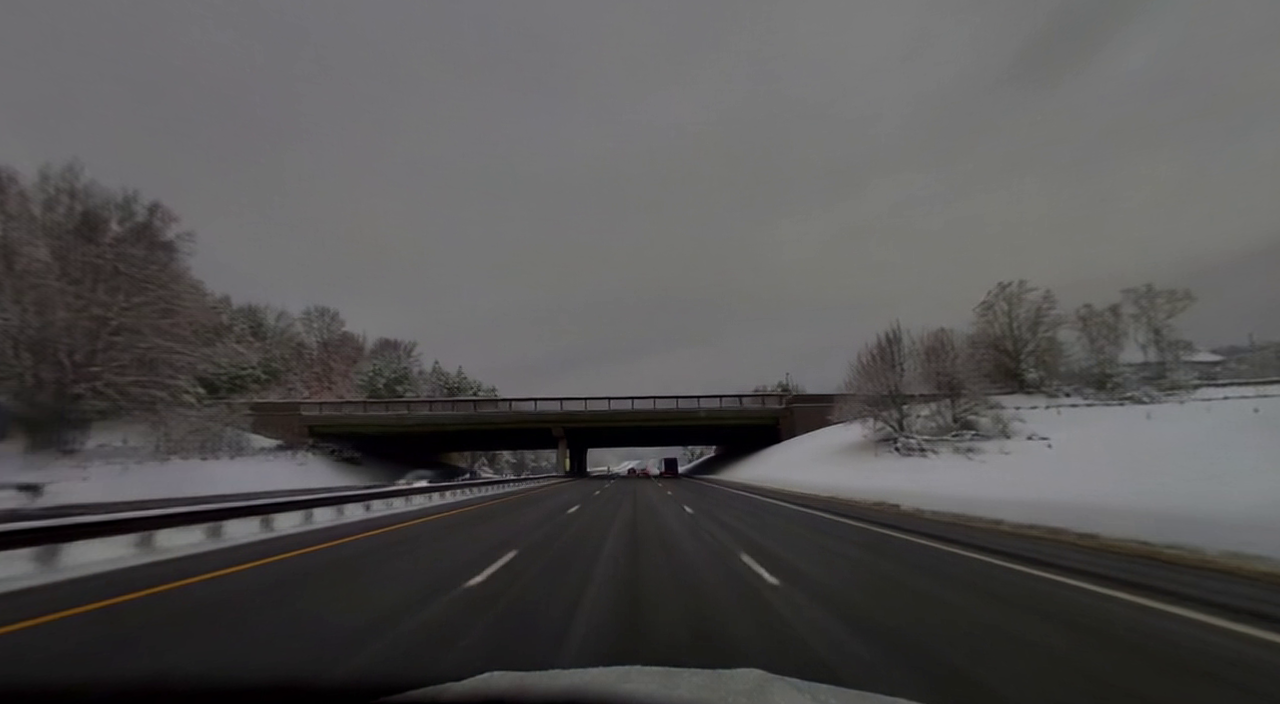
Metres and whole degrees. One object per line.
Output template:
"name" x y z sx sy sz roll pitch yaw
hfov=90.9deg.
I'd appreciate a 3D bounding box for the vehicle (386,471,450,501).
"vehicle" -12.186 7.366 34.858 1.847 1.464 4.491 1 -10 1
